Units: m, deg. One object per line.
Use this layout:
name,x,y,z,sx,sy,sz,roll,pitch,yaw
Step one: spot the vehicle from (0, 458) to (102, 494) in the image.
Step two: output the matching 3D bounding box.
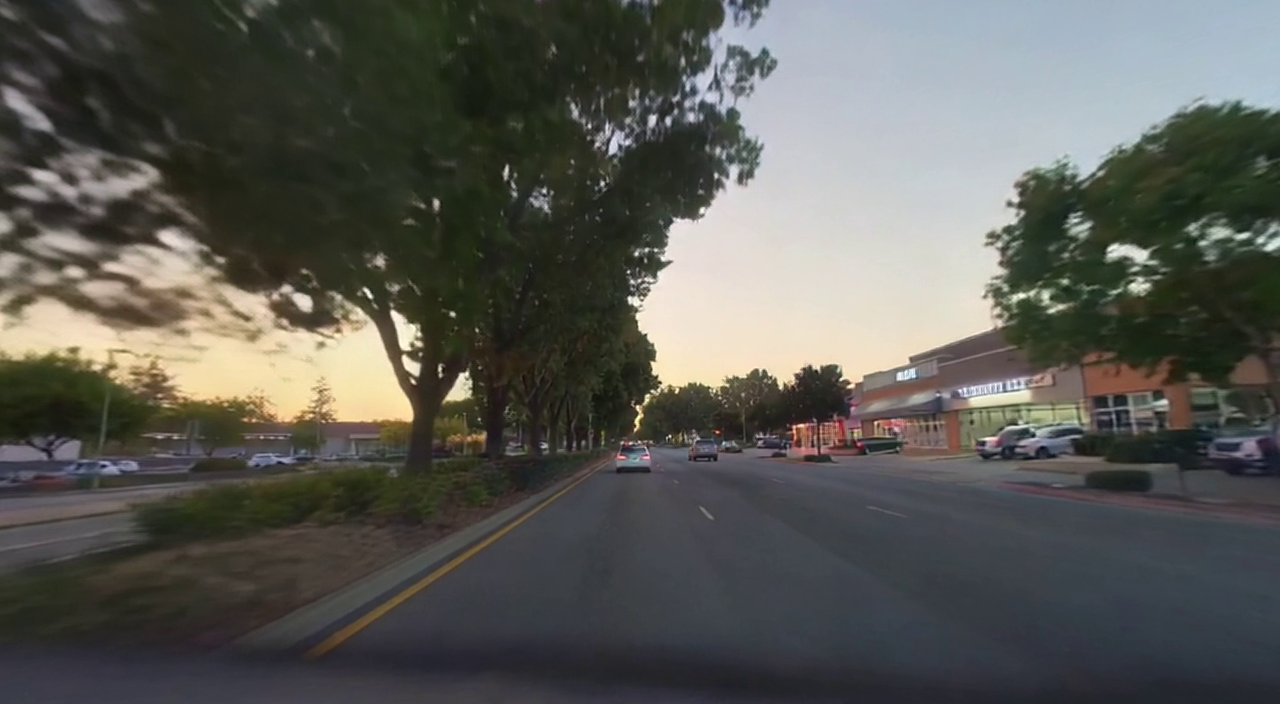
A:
vehicle,-29.842,6.117,31.287,4.360,1.606,1.978,1,-8,-5

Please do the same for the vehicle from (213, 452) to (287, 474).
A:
vehicle,-30.396,8.675,49.288,4.486,1.610,2.020,-1,-8,3

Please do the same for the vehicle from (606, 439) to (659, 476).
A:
vehicle,-0.281,4.531,27.467,2.126,1.475,3.967,0,-8,0

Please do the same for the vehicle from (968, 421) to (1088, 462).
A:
vehicle,20.646,4.826,34.090,2.356,2.005,6.308,0,-8,-1

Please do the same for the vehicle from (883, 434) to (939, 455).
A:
vehicle,21.134,7.244,49.483,2.136,1.603,4.534,0,-8,-4

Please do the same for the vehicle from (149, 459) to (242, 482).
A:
vehicle,-30.668,8.171,43.686,4.820,1.477,2.105,0,-8,-1

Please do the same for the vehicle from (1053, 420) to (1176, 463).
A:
vehicle,23.961,4.570,32.263,2.126,1.971,5.619,-1,-9,3
